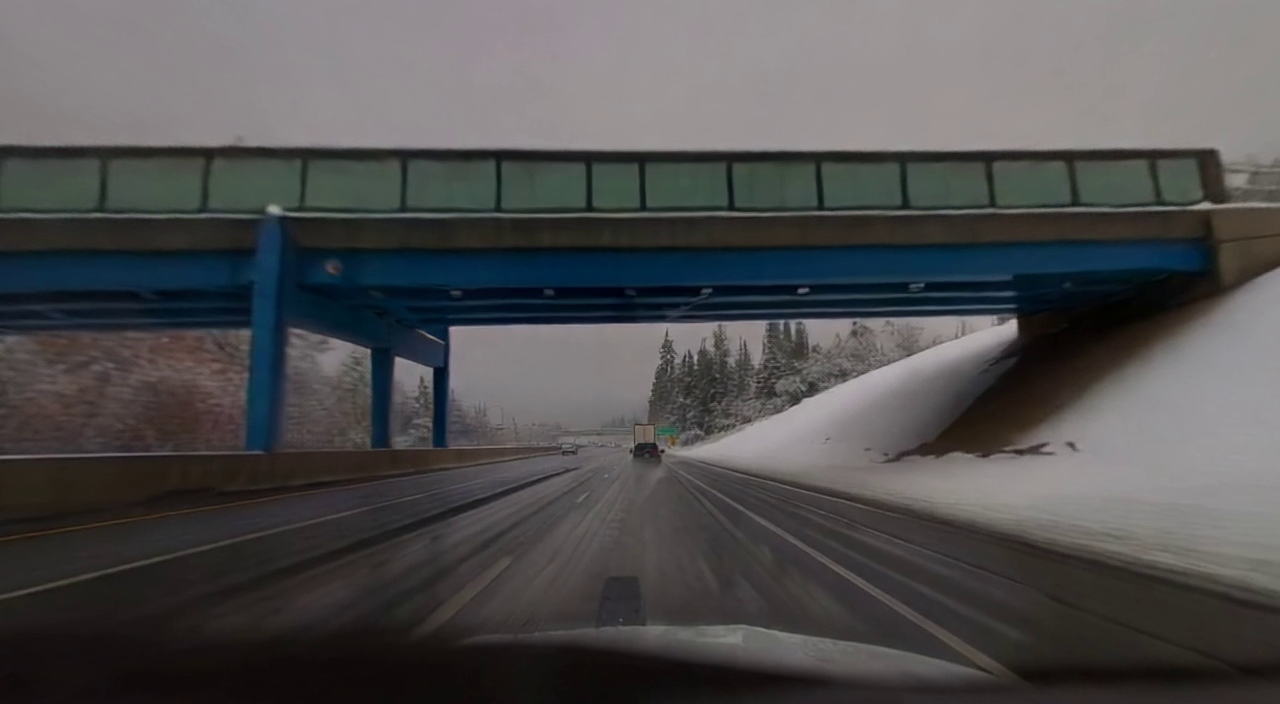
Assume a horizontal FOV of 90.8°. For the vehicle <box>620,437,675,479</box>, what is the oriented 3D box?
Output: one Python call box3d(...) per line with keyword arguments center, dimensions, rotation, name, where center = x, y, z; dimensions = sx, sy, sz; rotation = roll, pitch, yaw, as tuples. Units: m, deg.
box3d(center=(0.286, 4.824, 28.829), dimensions=(2.299, 1.716, 4.579), rotation=(0, -9, 0), name="vehicle")
